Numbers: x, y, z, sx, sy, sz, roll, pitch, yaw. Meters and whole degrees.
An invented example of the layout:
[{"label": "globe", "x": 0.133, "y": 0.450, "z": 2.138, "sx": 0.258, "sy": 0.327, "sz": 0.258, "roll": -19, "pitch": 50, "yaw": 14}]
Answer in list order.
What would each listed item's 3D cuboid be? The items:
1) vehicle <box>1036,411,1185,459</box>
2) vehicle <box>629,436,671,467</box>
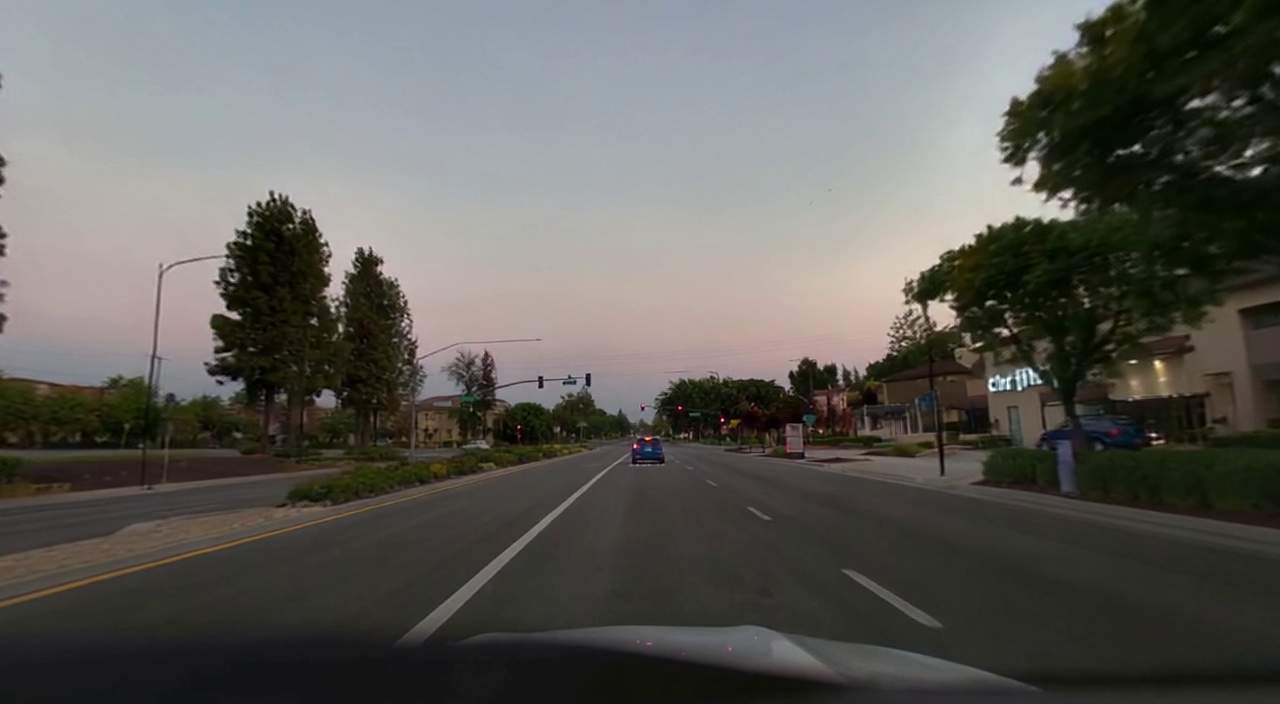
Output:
[{"label": "vehicle", "x": 23.497, "y": 4.271, "z": 32.044, "sx": 2.647, "sy": 2.185, "sz": 6.556, "roll": -1, "pitch": -8, "yaw": 2}, {"label": "vehicle", "x": 0.431, "y": 5.141, "z": 32.797, "sx": 2.028, "sy": 1.478, "sz": 4.545, "roll": 0, "pitch": -8, "yaw": -1}]
